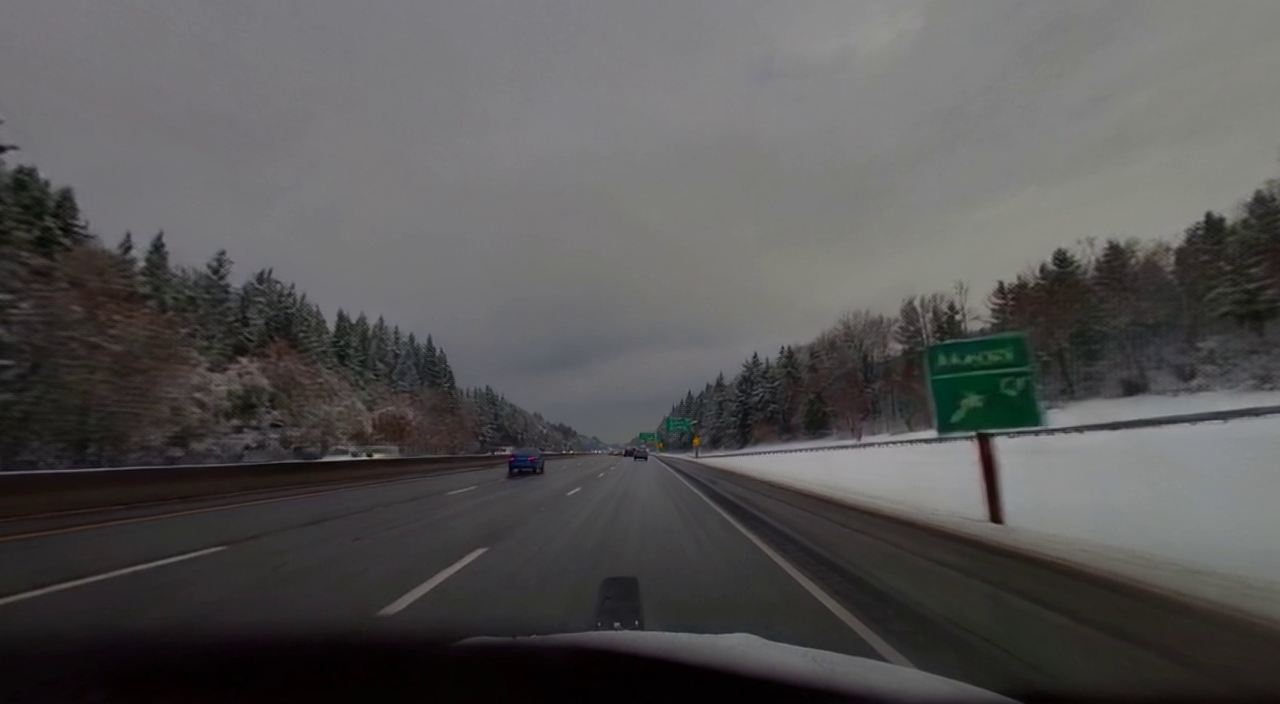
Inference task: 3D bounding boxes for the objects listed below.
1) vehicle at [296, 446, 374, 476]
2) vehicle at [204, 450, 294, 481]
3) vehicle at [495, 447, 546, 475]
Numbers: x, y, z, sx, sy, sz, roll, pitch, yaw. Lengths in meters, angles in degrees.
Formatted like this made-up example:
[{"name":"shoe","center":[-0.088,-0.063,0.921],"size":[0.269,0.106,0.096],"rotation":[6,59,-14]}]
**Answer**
[{"name":"vehicle","center":[-17.642,6.308,36.716],"size":[2.062,1.633,4.772],"rotation":[0,-9,1]},{"name":"vehicle","center":[-21.503,6.255,34.862],"size":[2.099,1.568,4.351],"rotation":[0,-9,1]},{"name":"vehicle","center":[-7.206,6.641,38.508],"size":[2.094,1.579,4.655],"rotation":[0,-9,1]}]
